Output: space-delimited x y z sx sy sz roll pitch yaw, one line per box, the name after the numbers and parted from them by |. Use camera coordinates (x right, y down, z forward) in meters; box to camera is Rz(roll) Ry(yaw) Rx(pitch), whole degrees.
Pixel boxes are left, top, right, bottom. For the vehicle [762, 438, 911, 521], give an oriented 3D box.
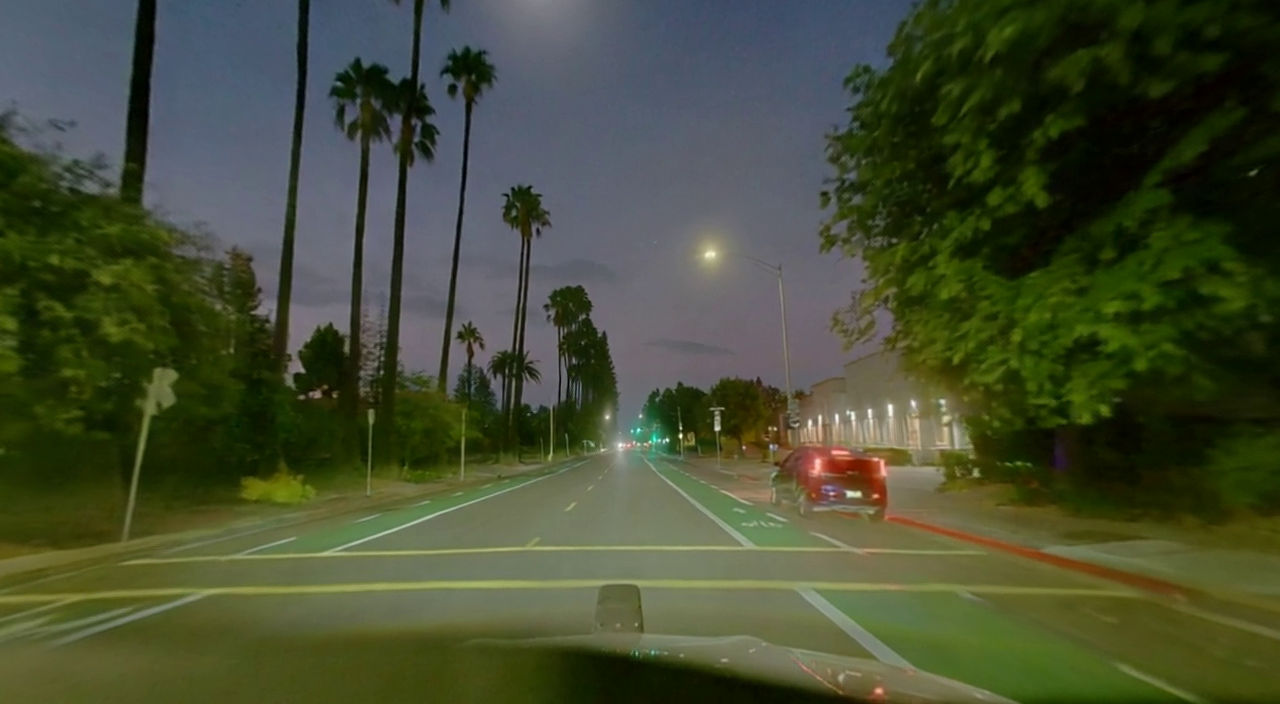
4.387 2.915 14.961 1.997 1.640 4.494 0 -9 -1 | vehicle
